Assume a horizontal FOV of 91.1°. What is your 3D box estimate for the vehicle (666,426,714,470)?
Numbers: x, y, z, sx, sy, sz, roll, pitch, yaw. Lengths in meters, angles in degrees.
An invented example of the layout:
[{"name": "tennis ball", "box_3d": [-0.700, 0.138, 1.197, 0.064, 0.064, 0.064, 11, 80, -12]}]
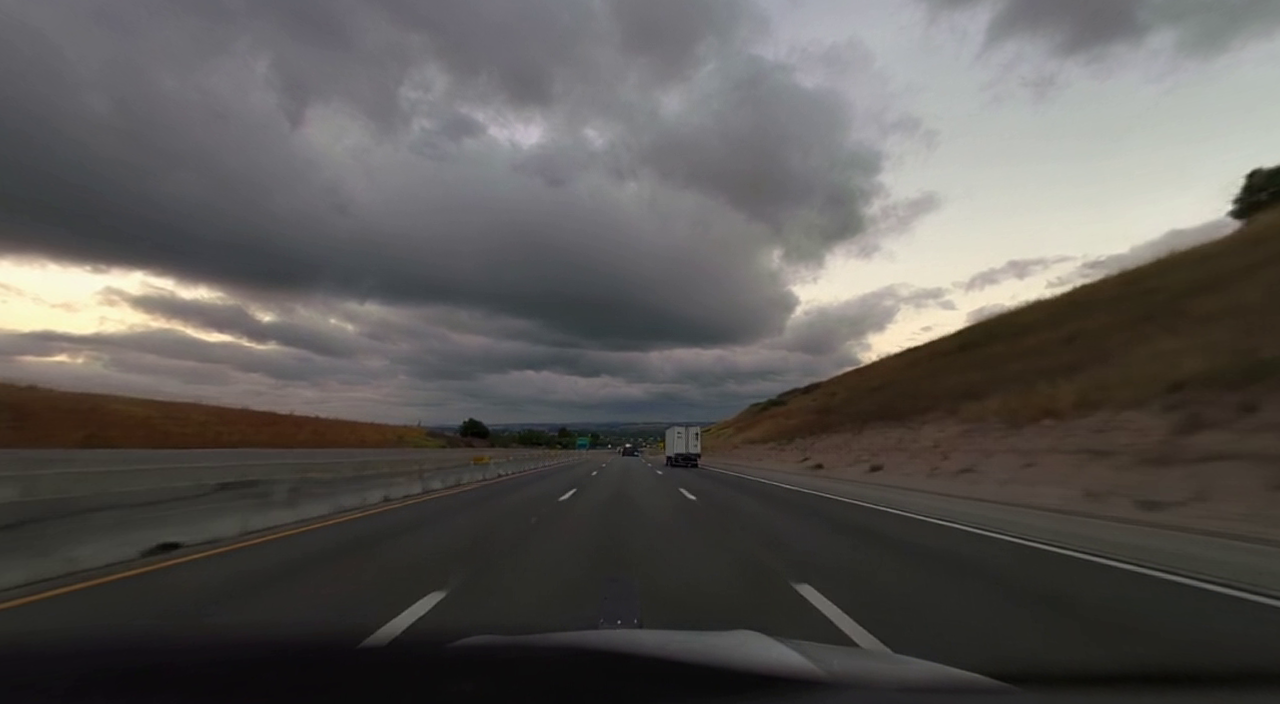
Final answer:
[{"name": "vehicle", "box_3d": [3.199, 6.312, 41.322, 2.527, 2.682, 4.082, 0, -9, -4]}]
